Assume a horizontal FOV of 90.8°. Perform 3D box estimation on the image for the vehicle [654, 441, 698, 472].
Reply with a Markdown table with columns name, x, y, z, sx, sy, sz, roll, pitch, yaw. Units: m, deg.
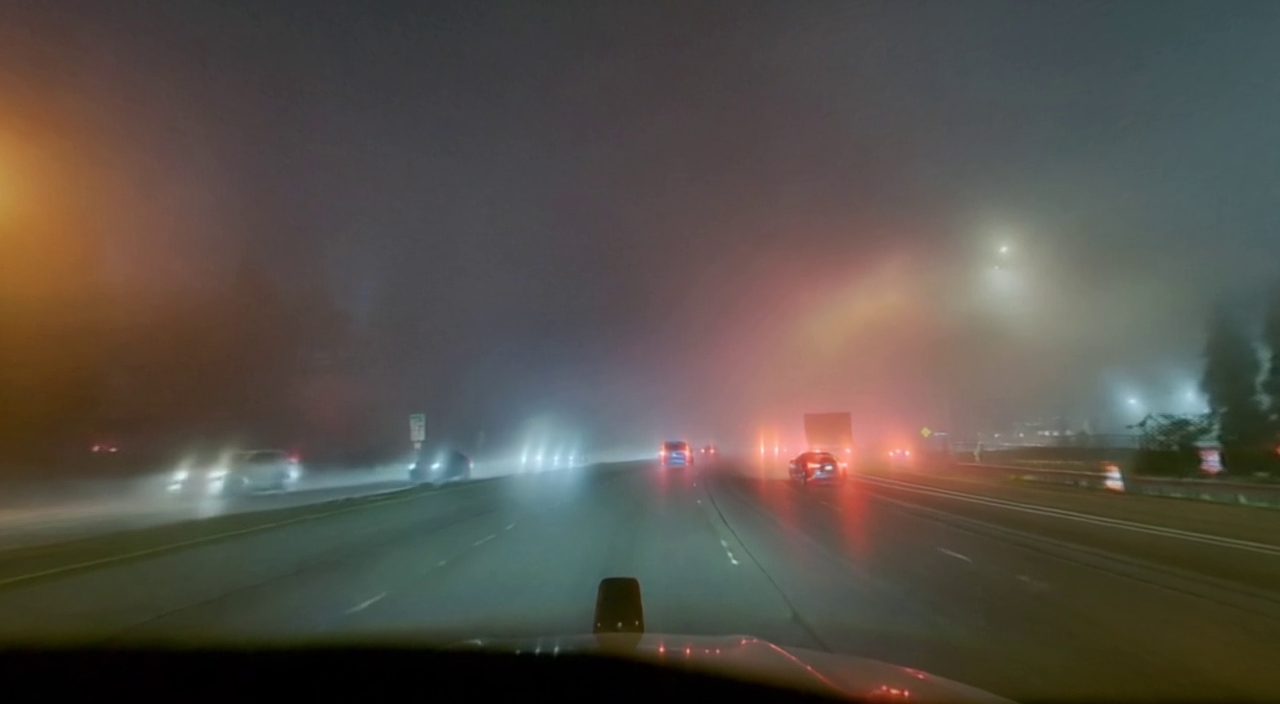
| name | x | y | z | sx | sy | sz | roll | pitch | yaw |
| --- | --- | --- | --- | --- | --- | --- | --- | --- | --- |
| vehicle | 2.177 | 6.152 | 37.362 | 2.201 | 1.676 | 4.541 | -1 | -9 | 8 |

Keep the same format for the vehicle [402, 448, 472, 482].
| name | x | y | z | sx | sy | sz | roll | pitch | yaw |
| --- | --- | --- | --- | --- | --- | --- | --- | --- | --- |
| vehicle | -10.571 | 5.925 | 33.310 | 2.051 | 1.569 | 4.425 | -2 | -9 | 3 |

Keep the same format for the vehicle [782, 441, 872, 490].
| name | x | y | z | sx | sy | sz | roll | pitch | yaw |
| --- | --- | --- | --- | --- | --- | --- | --- | --- | --- |
| vehicle | 6.222 | 3.812 | 21.532 | 2.044 | 1.474 | 4.083 | -1 | -9 | 4 |

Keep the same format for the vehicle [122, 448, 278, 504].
| name | x | y | z | sx | sy | sz | roll | pitch | yaw |
| --- | --- | --- | --- | --- | --- | --- | --- | --- | --- |
| vehicle | -15.269 | 4.284 | 22.332 | 1.930 | 1.721 | 4.599 | -1 | -9 | 4 |
